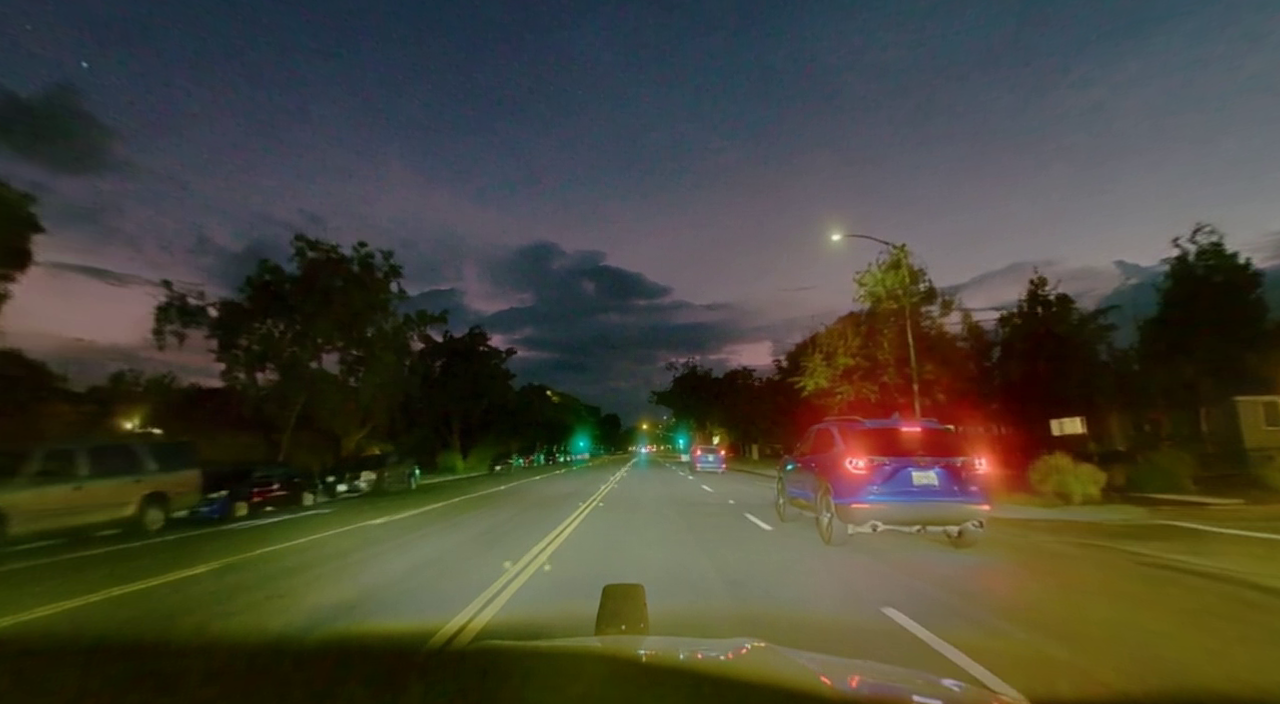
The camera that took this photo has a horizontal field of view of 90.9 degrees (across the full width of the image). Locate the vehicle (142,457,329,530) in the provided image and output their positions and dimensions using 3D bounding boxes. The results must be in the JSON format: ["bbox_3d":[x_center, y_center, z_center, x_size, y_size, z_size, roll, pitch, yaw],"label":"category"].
[{"bbox_3d":[-10.616,3.714,17.086,2.006,1.476,4.570,-3,-8,1],"label":"vehicle"}]

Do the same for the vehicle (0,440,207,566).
[{"bbox_3d":[-10.669,2.533,10.986,2.261,1.851,5.724,-2,-9,-1],"label":"vehicle"}]

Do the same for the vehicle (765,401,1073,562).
[{"bbox_3d":[3.895,1.975,10.476,2.497,1.889,5.833,0,-9,1],"label":"vehicle"}]

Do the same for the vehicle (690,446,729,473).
[{"bbox_3d":[4.098,6.414,37.820,1.956,1.492,4.425,-1,-9,1],"label":"vehicle"}]

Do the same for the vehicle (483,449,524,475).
[{"bbox_3d":[-10.248,8.276,47.712,2.083,1.791,4.585,-2,-9,1],"label":"vehicle"}]

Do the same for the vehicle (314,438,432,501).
[{"bbox_3d":[-10.462,4.637,25.336,2.254,2.127,5.697,-3,-9,0],"label":"vehicle"}]
